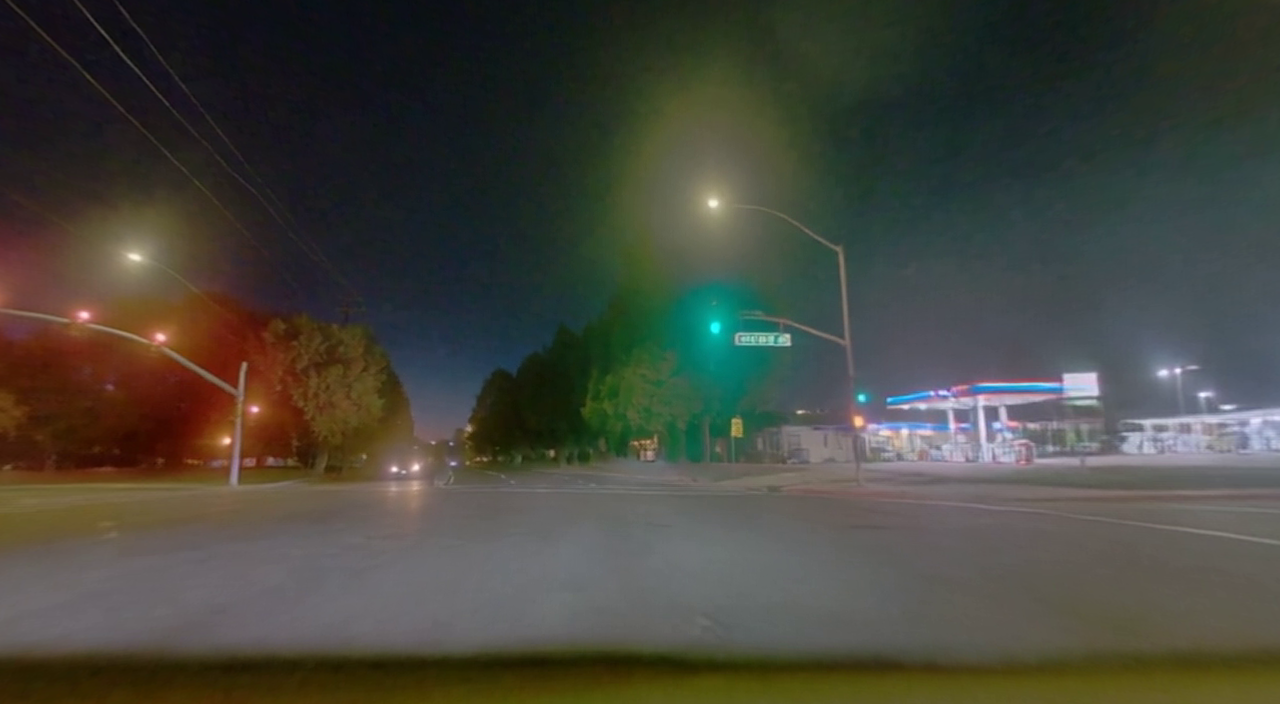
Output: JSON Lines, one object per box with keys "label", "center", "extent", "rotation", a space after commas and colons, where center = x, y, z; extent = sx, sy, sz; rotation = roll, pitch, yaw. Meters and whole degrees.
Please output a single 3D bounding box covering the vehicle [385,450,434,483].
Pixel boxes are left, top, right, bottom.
{"label": "vehicle", "center": [-12.516, 6.204, 34.449], "extent": [2.048, 1.670, 4.450], "rotation": [2, -9, -14]}
